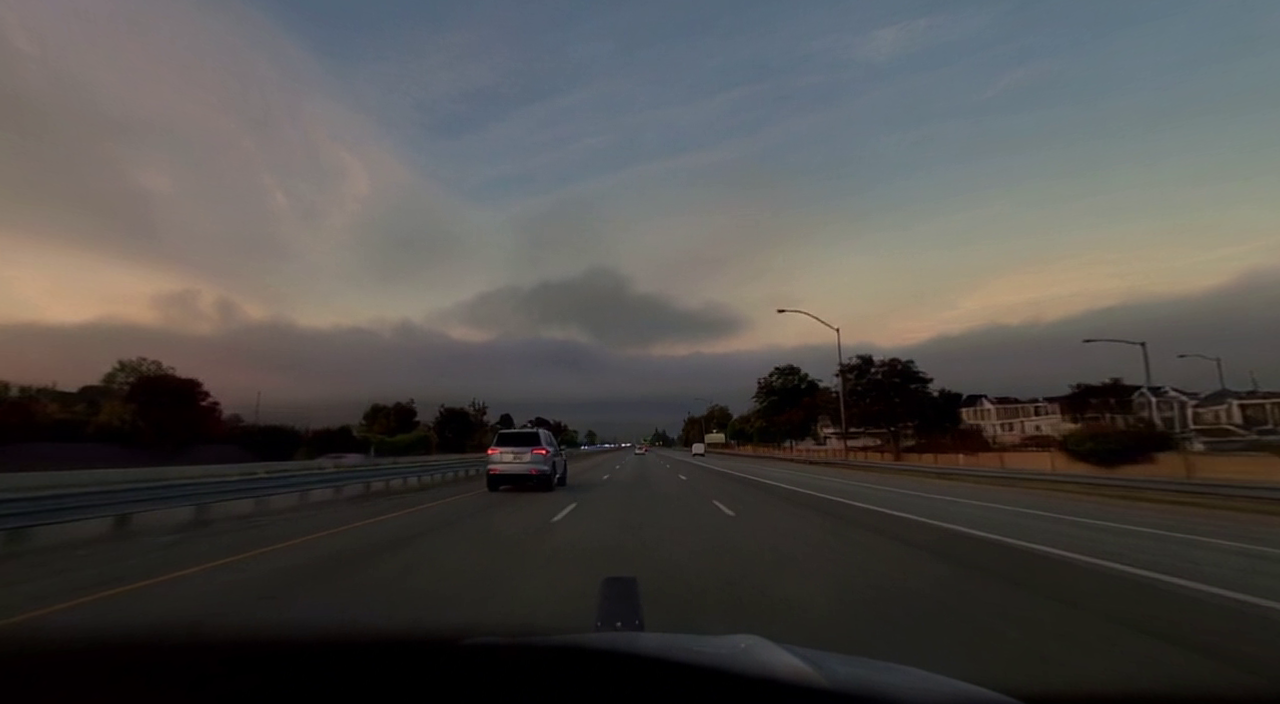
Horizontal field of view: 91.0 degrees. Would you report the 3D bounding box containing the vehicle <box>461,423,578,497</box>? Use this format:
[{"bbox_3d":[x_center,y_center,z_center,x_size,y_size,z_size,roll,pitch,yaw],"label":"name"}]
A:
[{"bbox_3d":[-3.465,3.297,19.581,2.431,1.928,5.760,0,-9,1],"label":"vehicle"}]
